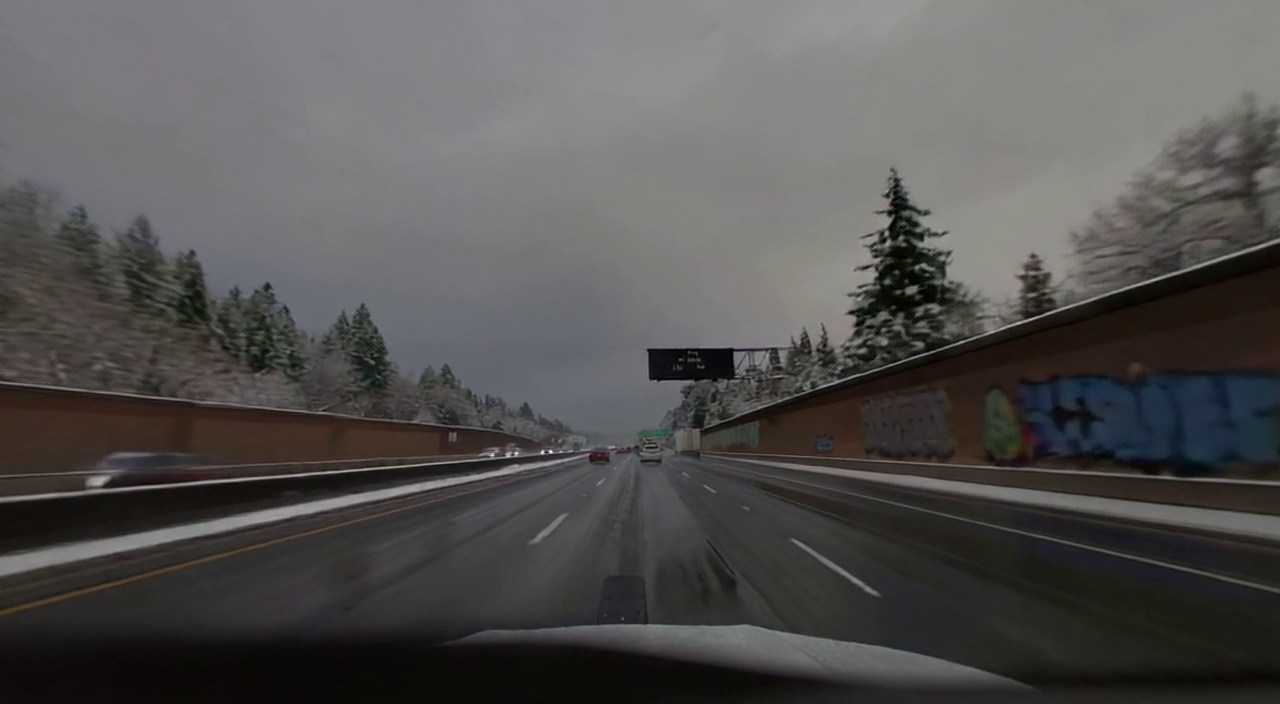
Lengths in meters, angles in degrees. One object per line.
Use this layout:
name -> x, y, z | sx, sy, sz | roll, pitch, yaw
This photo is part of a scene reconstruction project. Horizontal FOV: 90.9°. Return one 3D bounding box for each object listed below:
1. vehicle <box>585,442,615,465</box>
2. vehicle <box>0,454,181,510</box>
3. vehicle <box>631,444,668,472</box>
vehicle -> -3.107, 8.045, 49.880 | 2.095, 1.671, 4.193 | 0, -9, 0
vehicle -> -16.474, 3.871, 19.173 | 1.884, 1.462, 4.122 | 0, -9, 0
vehicle -> 0.526, 6.134, 36.713 | 2.009, 1.506, 4.091 | 0, -9, 0
